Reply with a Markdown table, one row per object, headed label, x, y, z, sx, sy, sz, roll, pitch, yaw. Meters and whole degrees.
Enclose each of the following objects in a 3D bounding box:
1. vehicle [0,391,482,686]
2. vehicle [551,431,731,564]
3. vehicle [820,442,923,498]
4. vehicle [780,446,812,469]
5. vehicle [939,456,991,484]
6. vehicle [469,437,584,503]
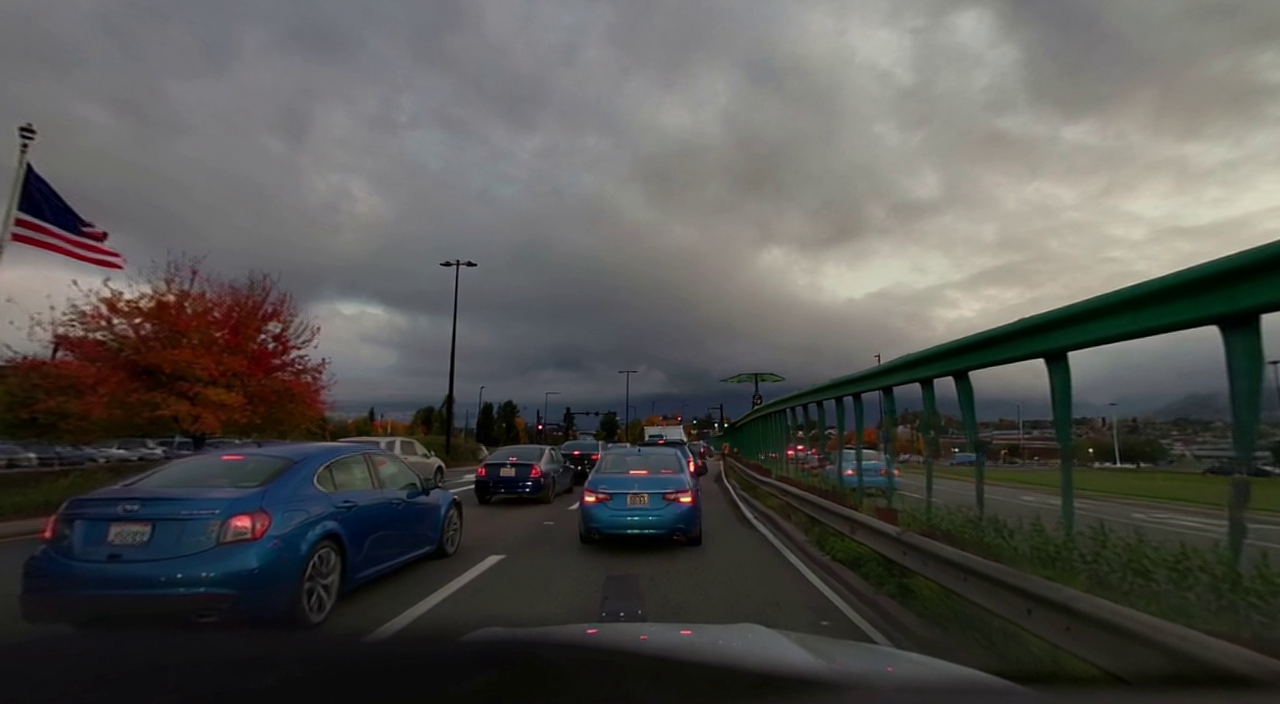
| label | x | y | z | sx | sy | sz | roll | pitch | yaw |
| --- | --- | --- | --- | --- | --- | --- | --- | --- | --- |
| vehicle | -3.093 | 1.367 | 5.766 | 1.988 | 1.635 | 4.260 | 0 | -9 | 3 |
| vehicle | 0.138 | 2.020 | 9.525 | 2.090 | 1.506 | 4.276 | 0 | -9 | 4 |
| vehicle | 7.521 | 3.851 | 21.001 | 2.011 | 1.610 | 4.568 | 0 | -9 | 4 |
| vehicle | 11.151 | 7.539 | 45.142 | 1.944 | 1.544 | 4.301 | -1 | -9 | 11 |
| vehicle | 21.939 | 7.938 | 42.655 | 1.946 | 1.649 | 4.326 | -1 | -9 | 11 |
| vehicle | -2.934 | 3.178 | 17.424 | 1.974 | 1.549 | 4.603 | 0 | -9 | 5 |
